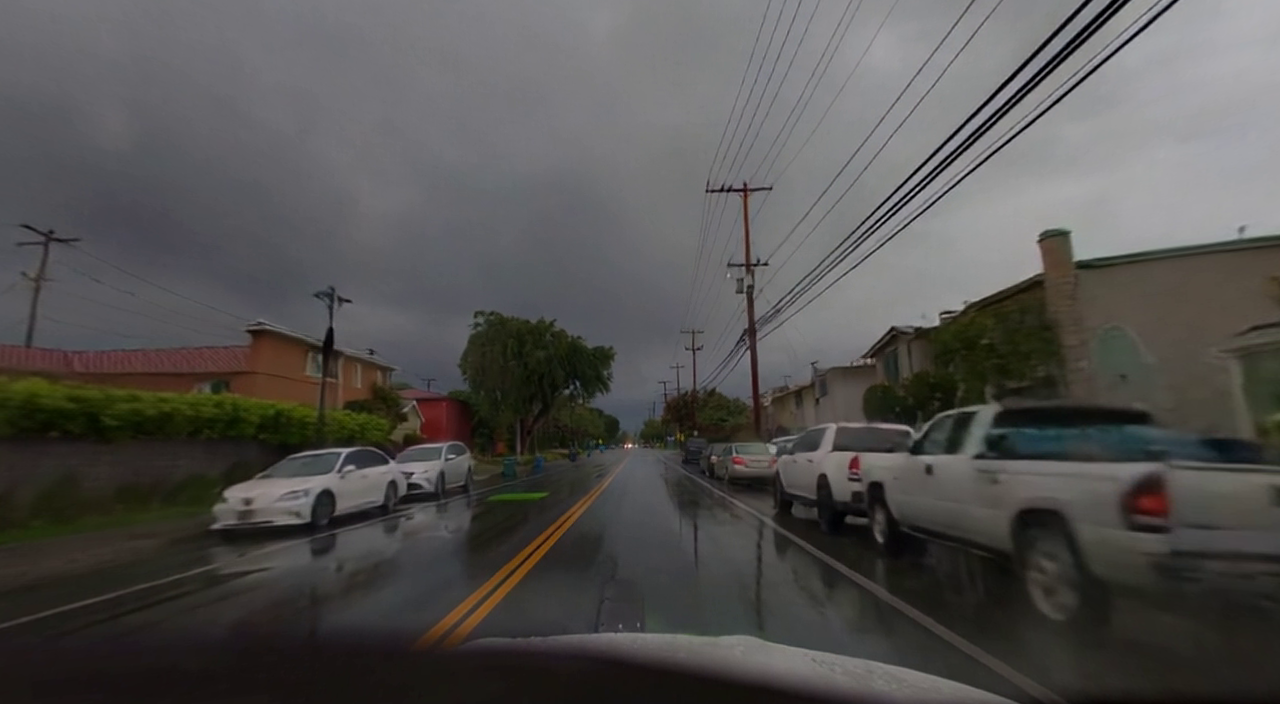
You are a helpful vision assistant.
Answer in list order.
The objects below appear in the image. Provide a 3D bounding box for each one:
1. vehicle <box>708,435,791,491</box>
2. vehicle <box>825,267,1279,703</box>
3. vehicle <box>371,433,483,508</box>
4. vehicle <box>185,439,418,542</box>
[{"bbox_3d":[3.568,3.700,21.477,1.955,1.665,4.818,0,-8,0],"label":"vehicle"},{"bbox_3d":[3.541,1.070,5.181,2.407,2.069,5.577,0,-8,1],"label":"vehicle"},{"bbox_3d":[-6.367,3.520,19.485,1.947,1.930,4.306,-2,-7,1],"label":"vehicle"},{"bbox_3d":[-6.398,2.603,12.746,2.084,1.573,4.599,-2,-7,1],"label":"vehicle"}]
